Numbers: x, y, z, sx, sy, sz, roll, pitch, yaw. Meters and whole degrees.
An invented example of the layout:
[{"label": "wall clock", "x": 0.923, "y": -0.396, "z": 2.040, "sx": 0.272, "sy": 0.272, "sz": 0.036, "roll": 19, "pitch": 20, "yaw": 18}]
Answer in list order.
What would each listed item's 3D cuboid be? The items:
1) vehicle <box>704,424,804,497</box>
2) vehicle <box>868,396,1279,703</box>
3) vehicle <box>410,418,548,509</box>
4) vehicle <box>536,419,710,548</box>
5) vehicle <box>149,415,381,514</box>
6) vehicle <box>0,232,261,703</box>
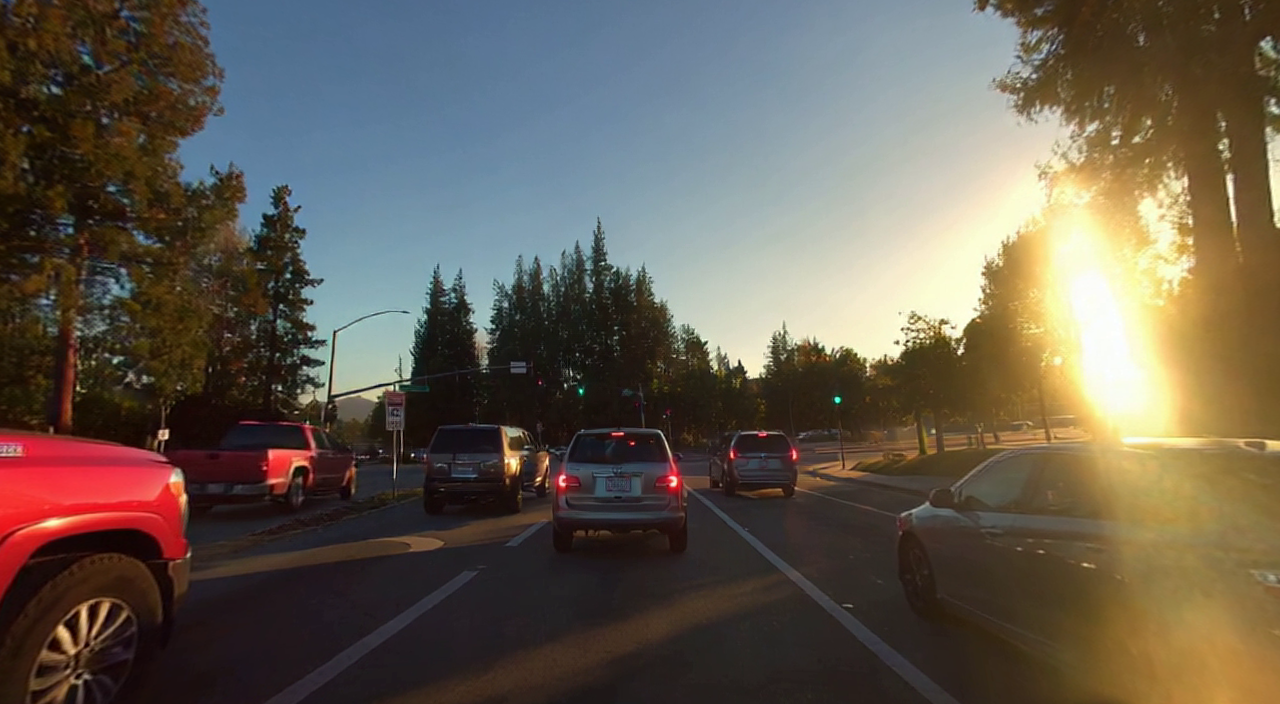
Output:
[{"label": "vehicle", "x": 3.190, "y": 3.148, "z": 18.645, "sx": 2.102, "sy": 1.841, "sz": 4.587, "roll": 0, "pitch": -8, "yaw": 0}, {"label": "vehicle", "x": 3.004, "y": 1.067, "z": 3.257, "sx": 1.874, "sy": 1.477, "sz": 4.698, "roll": 0, "pitch": -8, "yaw": 0}, {"label": "vehicle", "x": -3.647, "y": 2.622, "z": 15.276, "sx": 2.089, "sy": 1.857, "sz": 4.488, "roll": 0, "pitch": -8, "yaw": 1}, {"label": "vehicle", "x": -0.226, "y": 1.943, "z": 9.901, "sx": 2.194, "sy": 1.607, "sz": 3.690, "roll": 0, "pitch": -8, "yaw": 0}, {"label": "vehicle", "x": -7.570, "y": 2.332, "z": 13.573, "sx": 2.385, "sy": 1.687, "sz": 5.025, "roll": 1, "pitch": -8, "yaw": -7}, {"label": "vehicle", "x": -3.468, "y": 0.395, "z": 0.561, "sx": 2.656, "sy": 2.021, "sz": 5.800, "roll": 0, "pitch": -8, "yaw": 0}]
